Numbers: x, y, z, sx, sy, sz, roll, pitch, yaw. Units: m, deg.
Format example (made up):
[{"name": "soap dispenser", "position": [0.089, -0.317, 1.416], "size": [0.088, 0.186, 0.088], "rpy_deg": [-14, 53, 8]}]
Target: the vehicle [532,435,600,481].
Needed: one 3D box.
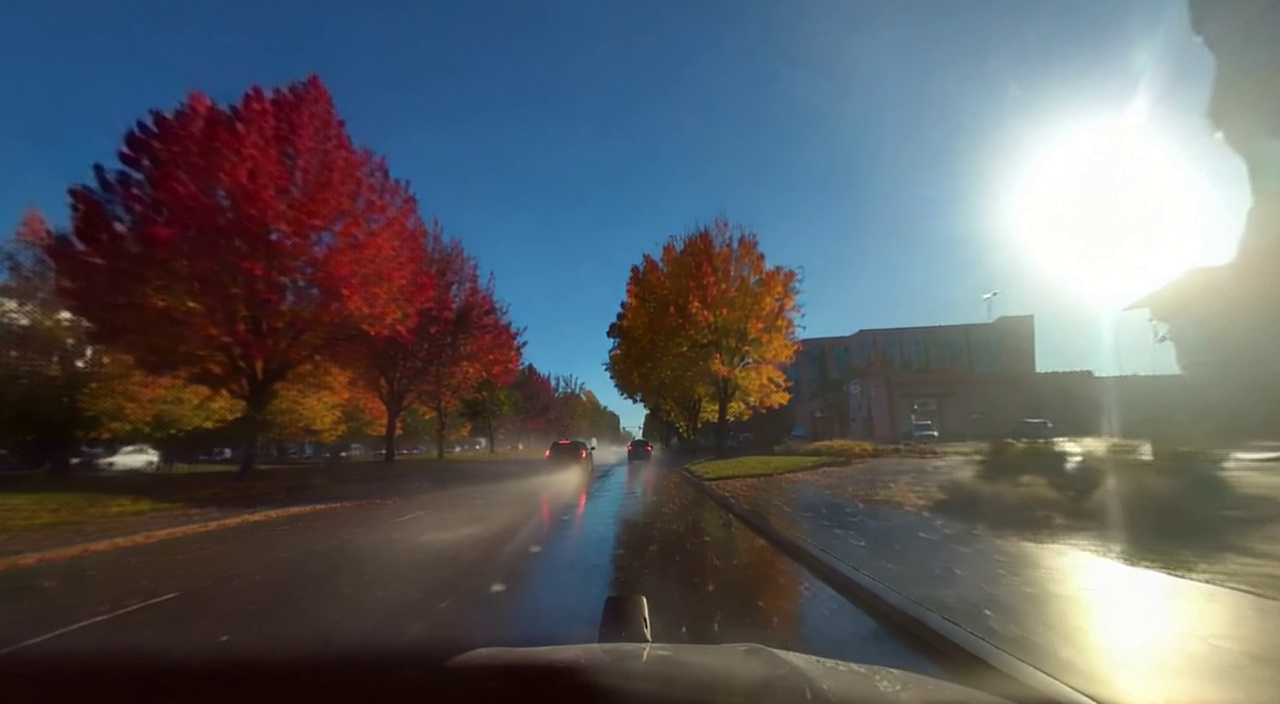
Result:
[{"name": "vehicle", "position": [-2.909, 4.275, 25.752], "size": [2.197, 1.709, 4.069], "rpy_deg": [0, -8, 1]}]

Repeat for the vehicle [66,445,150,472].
[{"name": "vehicle", "position": [-33.917, 6.775, 40.286], "size": [1.765, 1.618, 4.071], "rpy_deg": [0, -8, 1]}]

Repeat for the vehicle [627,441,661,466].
[{"name": "vehicle", "position": [0.240, 6.371, 39.658], "size": [2.040, 1.493, 3.682], "rpy_deg": [0, -8, -1]}]
